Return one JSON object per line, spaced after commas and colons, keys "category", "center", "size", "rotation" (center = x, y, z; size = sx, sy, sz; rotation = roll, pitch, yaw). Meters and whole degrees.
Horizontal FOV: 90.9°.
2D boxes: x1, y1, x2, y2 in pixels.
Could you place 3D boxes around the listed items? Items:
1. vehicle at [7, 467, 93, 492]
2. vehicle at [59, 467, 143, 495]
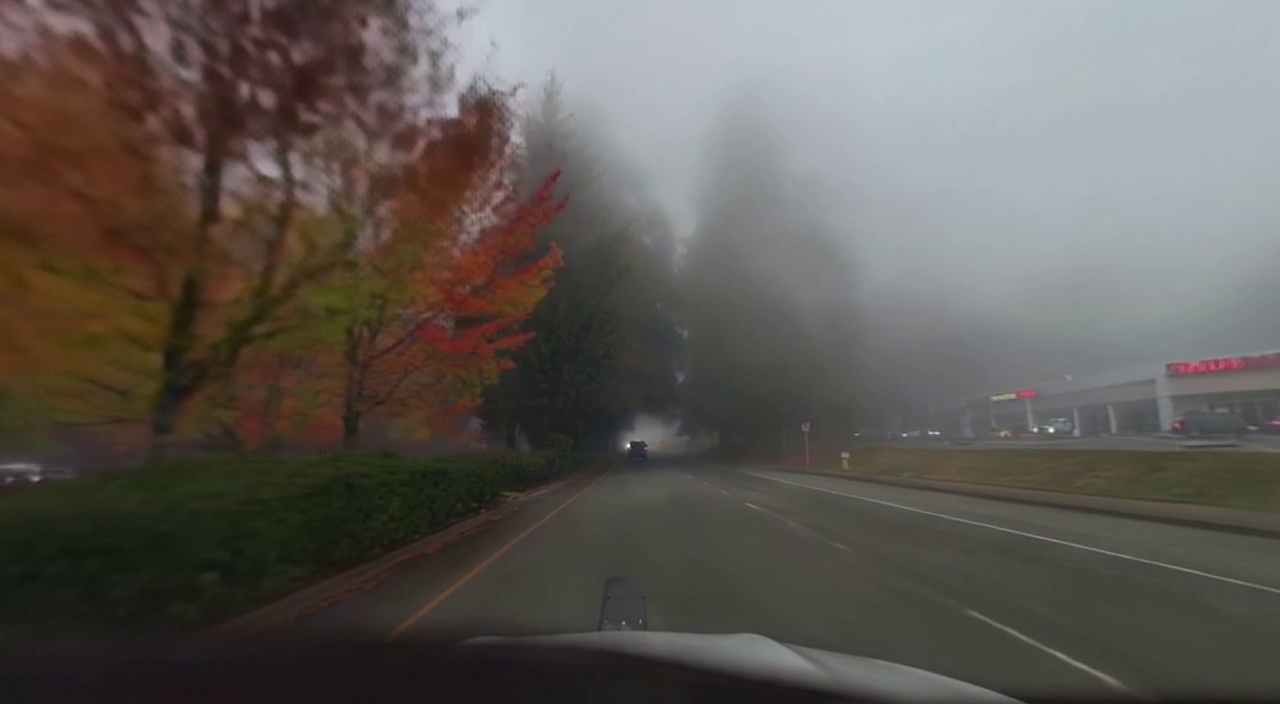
{"category": "vehicle", "center": [-44.856, 9.677, 48.095], "size": [1.963, 1.618, 4.563], "rotation": [-1, -8, 4]}
{"category": "vehicle", "center": [-34.496, 8.231, 40.512], "size": [1.784, 1.536, 3.893], "rotation": [-1, -8, 2]}
